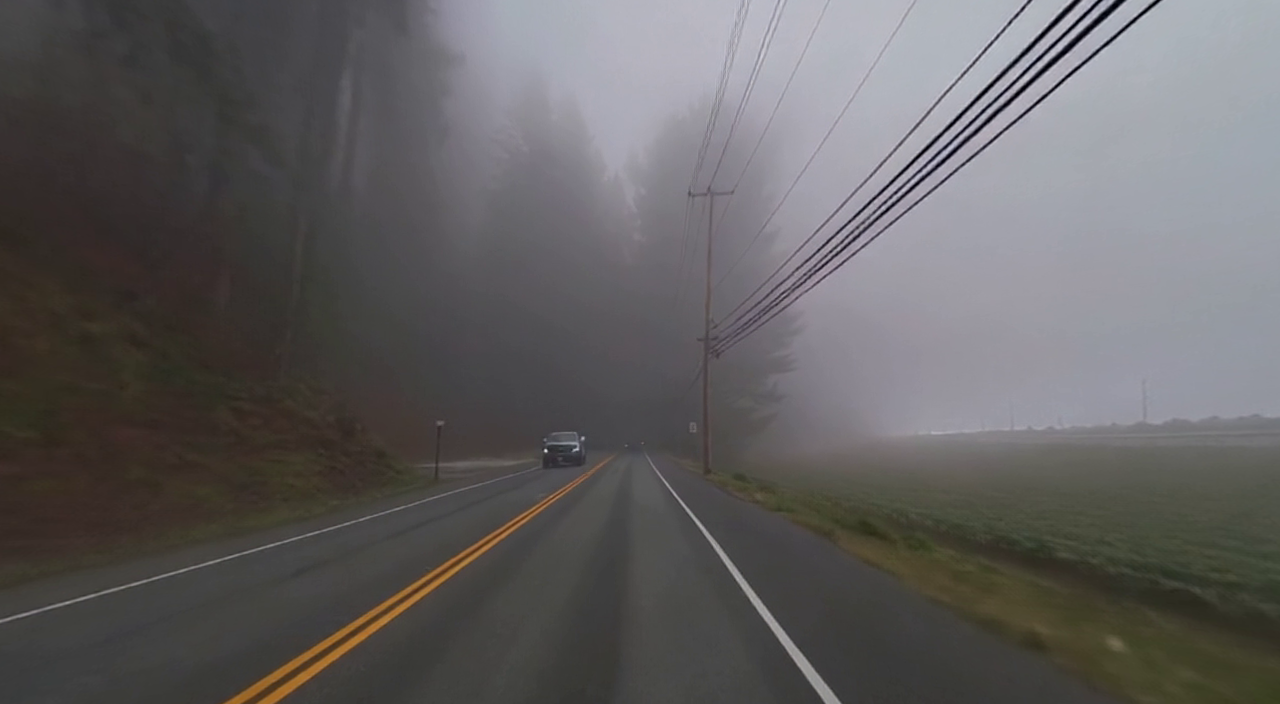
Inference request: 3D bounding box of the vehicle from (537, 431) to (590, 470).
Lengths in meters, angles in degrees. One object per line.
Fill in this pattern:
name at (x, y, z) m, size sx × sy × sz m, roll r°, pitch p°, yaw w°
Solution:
vehicle at (-4.147, 5.455, 35.088) m, size 2.331 × 1.961 × 4.966 m, roll 0°, pitch -8°, yaw 0°
